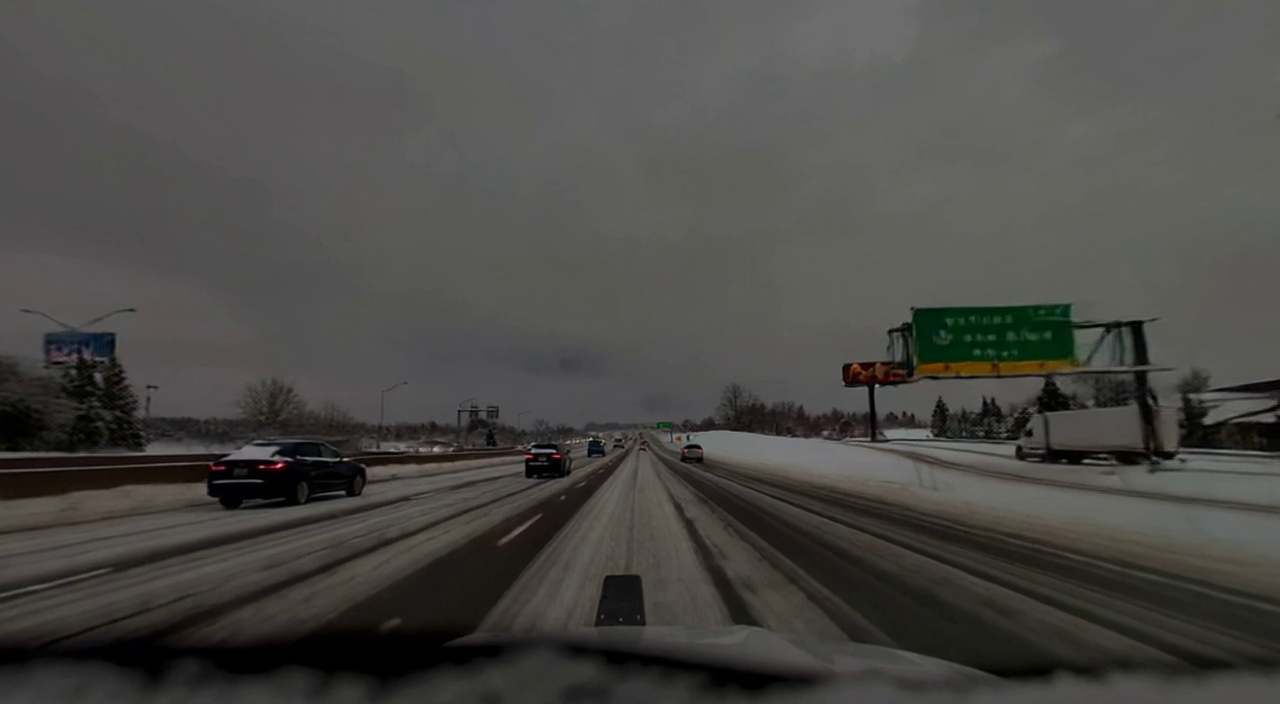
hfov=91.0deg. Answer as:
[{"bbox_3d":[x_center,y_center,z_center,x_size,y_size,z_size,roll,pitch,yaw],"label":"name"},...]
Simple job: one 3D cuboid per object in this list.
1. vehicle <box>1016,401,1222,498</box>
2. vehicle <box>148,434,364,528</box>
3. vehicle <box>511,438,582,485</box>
[{"bbox_3d":[20.346,4.254,27.762,2.958,3.538,8.761,0,-9,7],"label":"vehicle"},{"bbox_3d":[-7.190,2.417,12.310,1.865,1.518,3.620,0,-9,1],"label":"vehicle"},{"bbox_3d":[-3.416,4.076,23.772,2.001,1.577,4.055,0,-9,1],"label":"vehicle"}]
